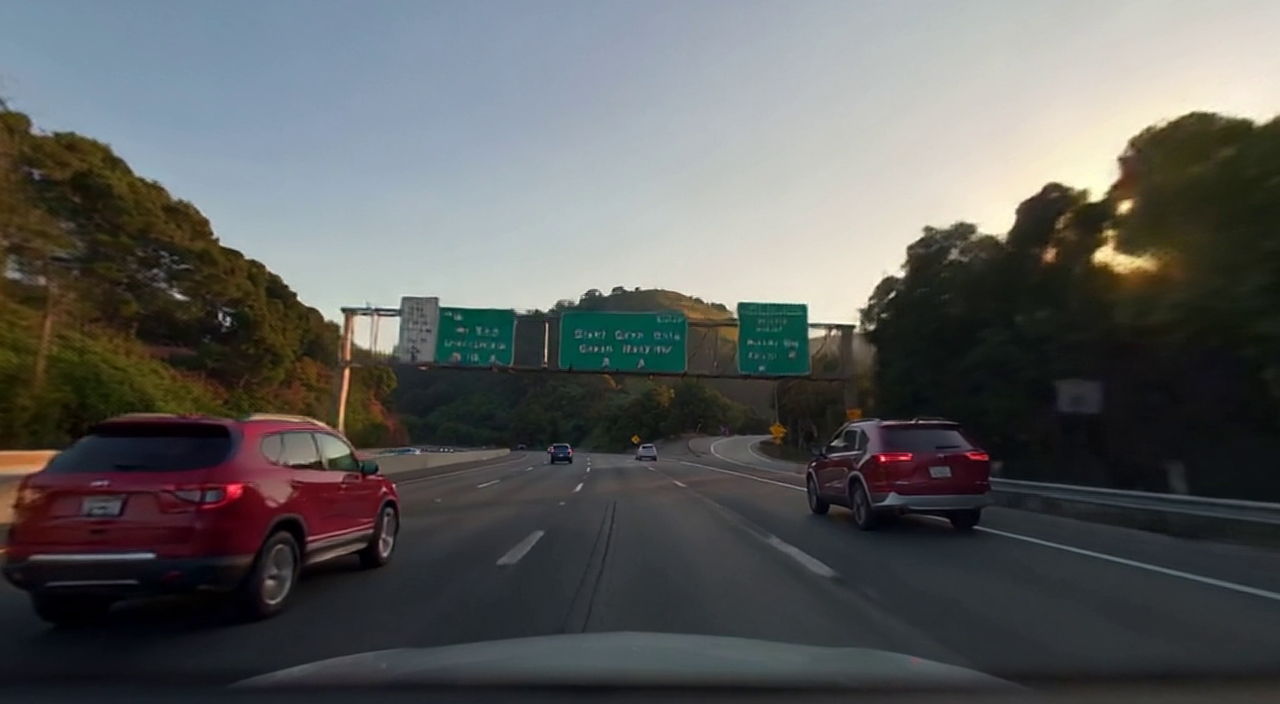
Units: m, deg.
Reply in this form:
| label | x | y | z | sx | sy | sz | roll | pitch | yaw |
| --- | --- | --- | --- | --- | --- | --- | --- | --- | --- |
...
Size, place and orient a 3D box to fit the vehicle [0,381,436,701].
| label | x | y | z | sx | sy | sz | roll | pitch | yaw |
| --- | --- | --- | --- | --- | --- | --- | --- | --- | --- |
| vehicle | -3.759 | 1.393 | 5.873 | 2.213 | 1.766 | 4.598 | 0 | -9 | 0 |

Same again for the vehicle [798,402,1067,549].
| label | x | y | z | sx | sy | sz | roll | pitch | yaw |
| --- | --- | --- | --- | --- | --- | --- | --- | --- | --- |
| vehicle | 4.464 | 1.990 | 10.782 | 2.103 | 1.903 | 4.837 | 0 | -9 | -2 |
